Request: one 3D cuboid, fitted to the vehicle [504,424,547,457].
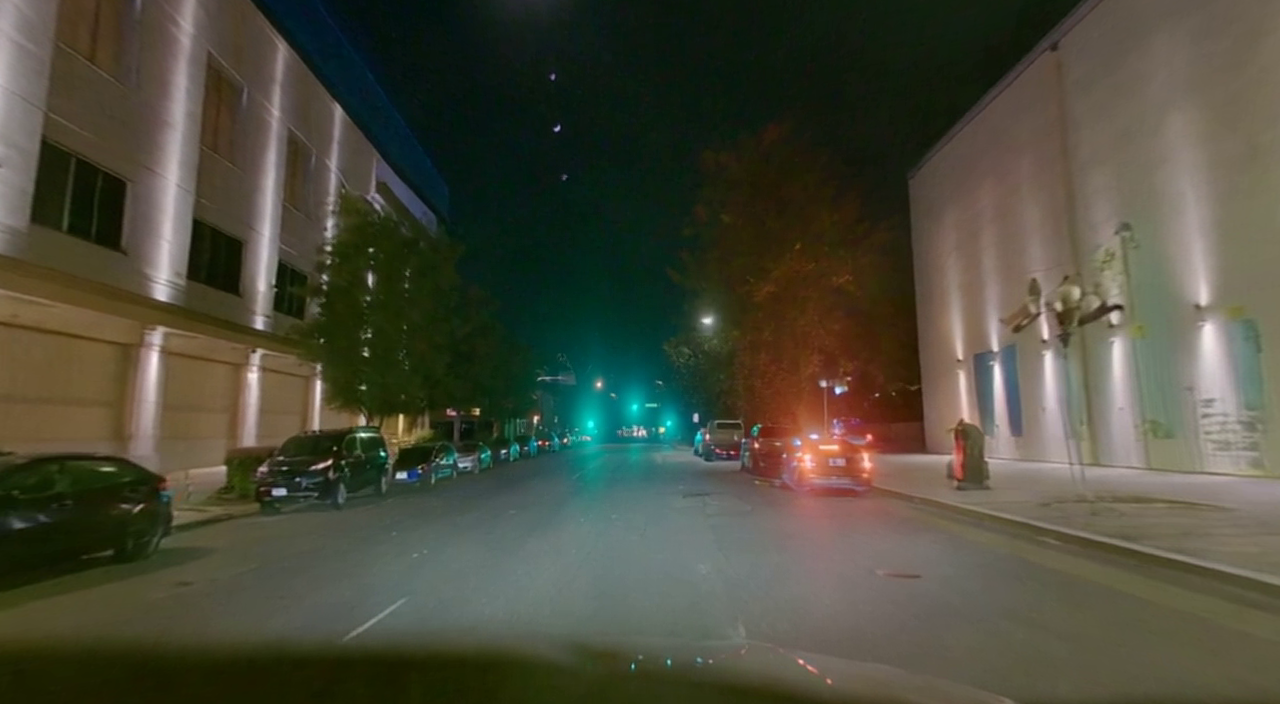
[{"bbox_3d":[-7.270,5.758,40.557,1.996,1.770,5.518,-1,-10,-3],"label":"vehicle"}]

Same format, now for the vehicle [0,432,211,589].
[{"bbox_3d":[-7.138,1.670,6.861,1.917,1.487,4.659,-2,-8,-4],"label":"vehicle"}]

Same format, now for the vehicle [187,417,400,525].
[{"bbox_3d":[-7.218,2.456,13.911,2.238,1.891,4.780,-1,-7,-3],"label":"vehicle"}]

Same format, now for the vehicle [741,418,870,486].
[{"bbox_3d":[4.059,2.570,16.444,1.973,1.494,4.867,0,-8,-1],"label":"vehicle"}]

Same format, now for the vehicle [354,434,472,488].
[{"bbox_3d":[-7.238,3.500,20.736,2.001,1.502,4.851,-1,-8,1],"label":"vehicle"}]
